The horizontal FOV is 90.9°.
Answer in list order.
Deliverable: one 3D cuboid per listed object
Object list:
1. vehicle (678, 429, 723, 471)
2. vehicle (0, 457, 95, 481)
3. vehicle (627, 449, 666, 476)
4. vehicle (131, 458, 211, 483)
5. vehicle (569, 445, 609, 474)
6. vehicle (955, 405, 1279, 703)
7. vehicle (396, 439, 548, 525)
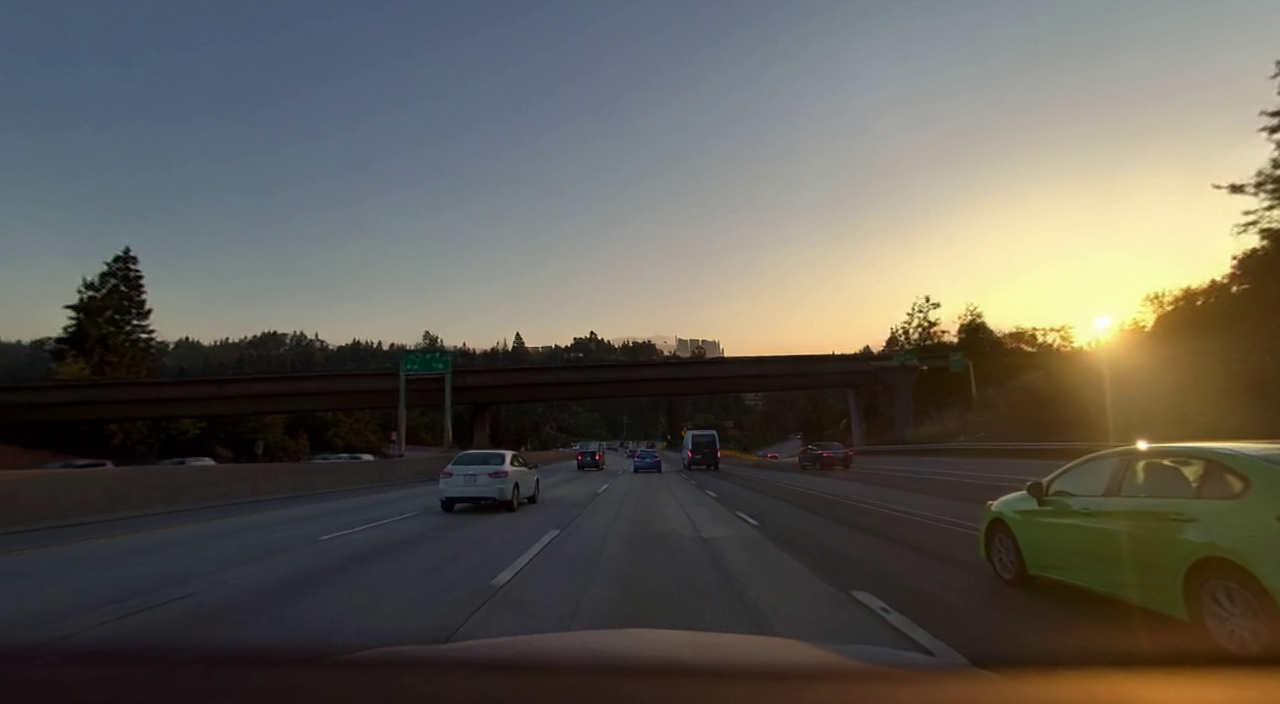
[{"bbox_3d":[4.172,6.934,44.688,2.436,2.745,6.607,0,-8,-1],"label":"vehicle"},{"bbox_3d":[-40.530,7.979,43.292,1.864,1.505,4.863,0,-9,0],"label":"vehicle"},{"bbox_3d":[0.361,6.536,37.653,2.174,1.467,4.005,0,-8,0],"label":"vehicle"},{"bbox_3d":[-30.005,7.552,40.525,1.718,1.422,4.457,0,-9,0],"label":"vehicle"},{"bbox_3d":[-3.203,6.822,40.226,2.078,1.706,4.298,-1,-8,2],"label":"vehicle"},{"bbox_3d":[4.123,1.155,3.816,2.085,1.558,4.466,0,-8,-1],"label":"vehicle"},{"bbox_3d":[-3.407,2.711,13.701,2.137,1.562,3.926,0,-8,2],"label":"vehicle"}]
